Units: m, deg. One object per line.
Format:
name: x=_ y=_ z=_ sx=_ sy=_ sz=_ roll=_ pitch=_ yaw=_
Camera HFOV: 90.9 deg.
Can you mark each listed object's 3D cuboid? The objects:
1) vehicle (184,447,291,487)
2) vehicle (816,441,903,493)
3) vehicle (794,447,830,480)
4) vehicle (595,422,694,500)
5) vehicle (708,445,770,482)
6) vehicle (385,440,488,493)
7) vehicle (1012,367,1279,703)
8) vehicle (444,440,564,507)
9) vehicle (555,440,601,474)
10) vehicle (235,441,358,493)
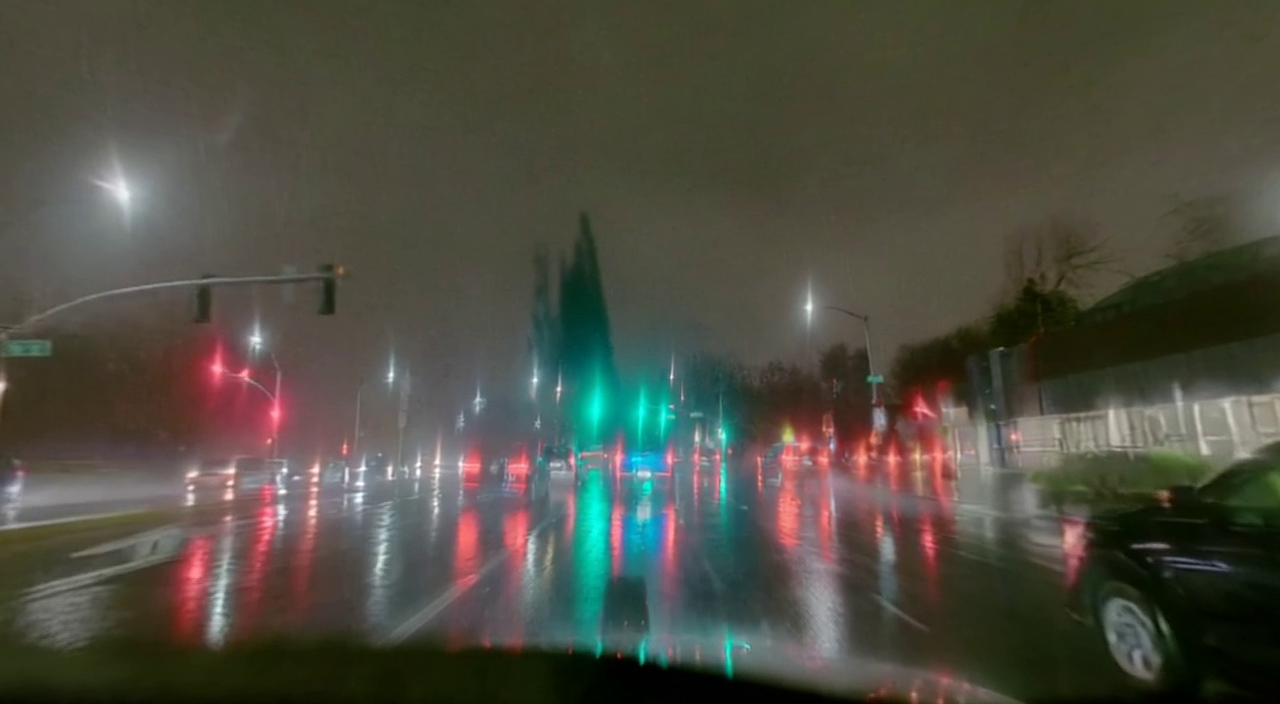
vehicle: x=-18.527 y=5.273 z=29.300 sx=2.025 sy=1.625 sz=4.527 roll=0 pitch=-8 yaw=-1
vehicle: x=8.851 y=4.626 z=25.854 sx=2.126 sy=1.820 sz=4.521 roll=2 pitch=-8 yaw=2
vehicle: x=10.140 y=6.508 z=37.157 sx=1.944 sy=1.718 sz=4.122 roll=-1 pitch=-8 yaw=15
vehicle: x=0.095 y=3.112 z=18.419 sx=2.493 sy=1.934 sz=4.957 roll=0 pitch=-8 yaw=0
vehicle: x=4.201 y=4.789 z=27.449 sx=1.968 sy=1.472 sz=4.456 roll=0 pitch=-8 yaw=0
vehicle: x=-6.625 y=3.748 z=21.076 sx=1.907 sy=1.541 sz=4.364 roll=0 pitch=-8 yaw=1
vehicle: x=3.433 y=0.818 z=2.026 sx=1.955 sy=1.628 sz=4.152 roll=0 pitch=-8 yaw=1
vehicle: x=-3.268 y=3.013 z=16.199 sx=1.986 sy=1.465 sz=4.509 roll=0 pitch=-8 yaw=1
vehicle: x=-3.321 y=5.693 z=34.492 sx=2.018 sy=1.700 sz=4.142 roll=0 pitch=-8 yaw=0
vehicle: x=-12.239 y=4.091 z=22.867 sx=2.054 sy=1.662 sz=4.384 roll=0 pitch=-8 yaw=-1
